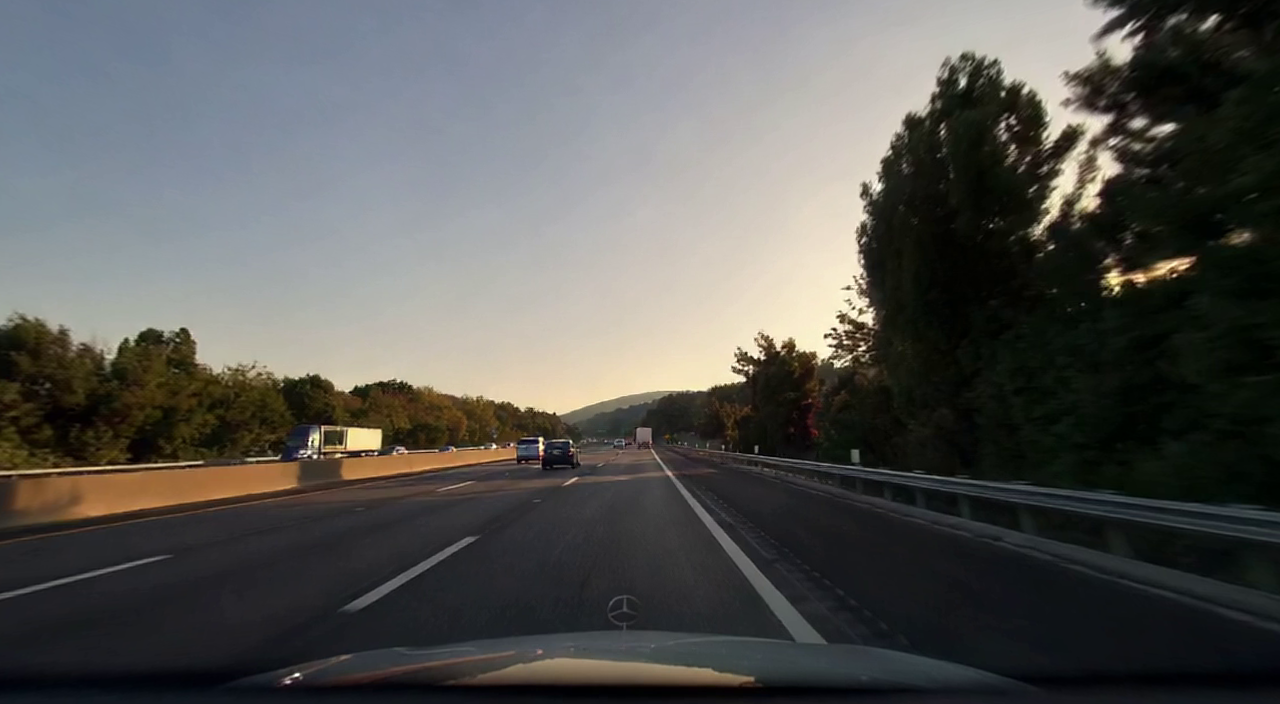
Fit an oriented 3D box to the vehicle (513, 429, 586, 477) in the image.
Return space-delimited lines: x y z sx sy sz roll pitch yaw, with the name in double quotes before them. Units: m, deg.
"vehicle" -3.669 4.221 26.478 2.283 1.802 4.810 0 -8 1
